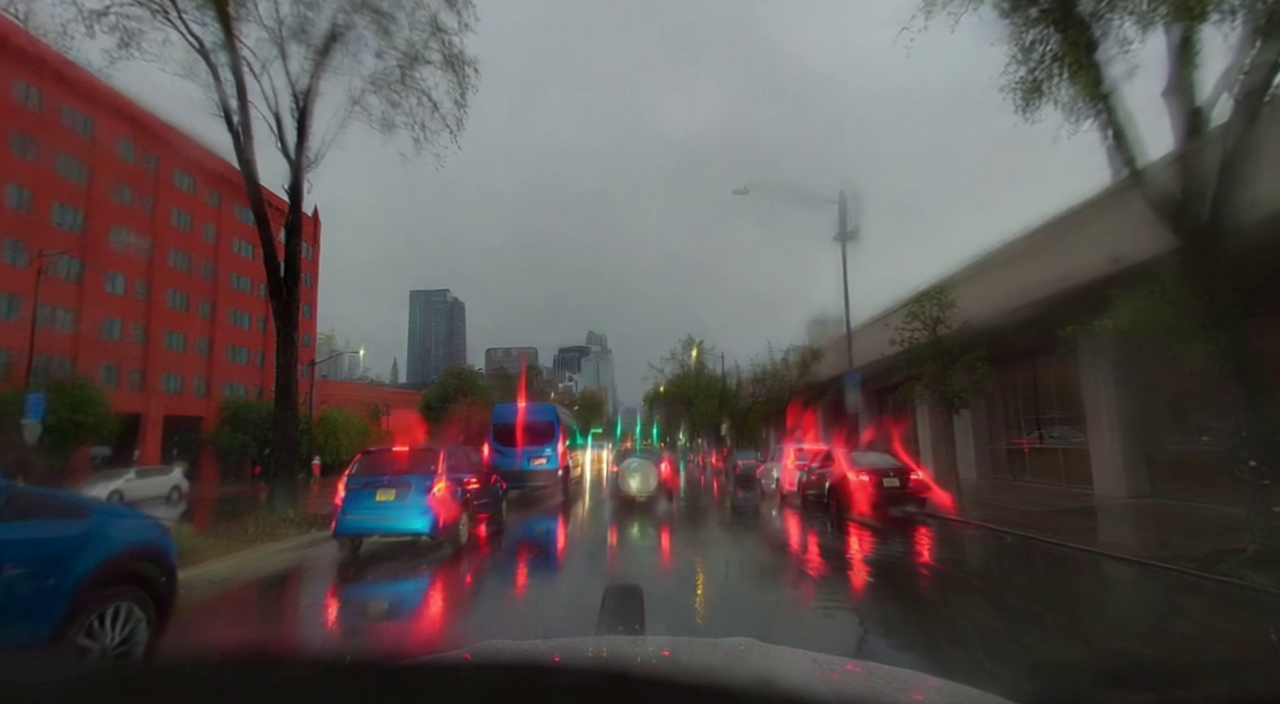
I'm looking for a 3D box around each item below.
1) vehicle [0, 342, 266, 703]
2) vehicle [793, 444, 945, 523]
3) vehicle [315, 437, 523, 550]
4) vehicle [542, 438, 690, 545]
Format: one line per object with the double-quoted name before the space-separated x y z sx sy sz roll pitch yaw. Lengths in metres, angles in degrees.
"vehicle" -3.723 0.752 1.979 2.140 1.768 4.685 0 -9 1
"vehicle" 4.910 2.855 14.199 1.832 1.491 4.054 1 -9 -1
"vehicle" -3.527 2.328 11.106 1.995 1.554 4.426 0 -9 1
"vehicle" -0.362 2.343 11.261 2.152 1.518 4.113 0 -9 -1
